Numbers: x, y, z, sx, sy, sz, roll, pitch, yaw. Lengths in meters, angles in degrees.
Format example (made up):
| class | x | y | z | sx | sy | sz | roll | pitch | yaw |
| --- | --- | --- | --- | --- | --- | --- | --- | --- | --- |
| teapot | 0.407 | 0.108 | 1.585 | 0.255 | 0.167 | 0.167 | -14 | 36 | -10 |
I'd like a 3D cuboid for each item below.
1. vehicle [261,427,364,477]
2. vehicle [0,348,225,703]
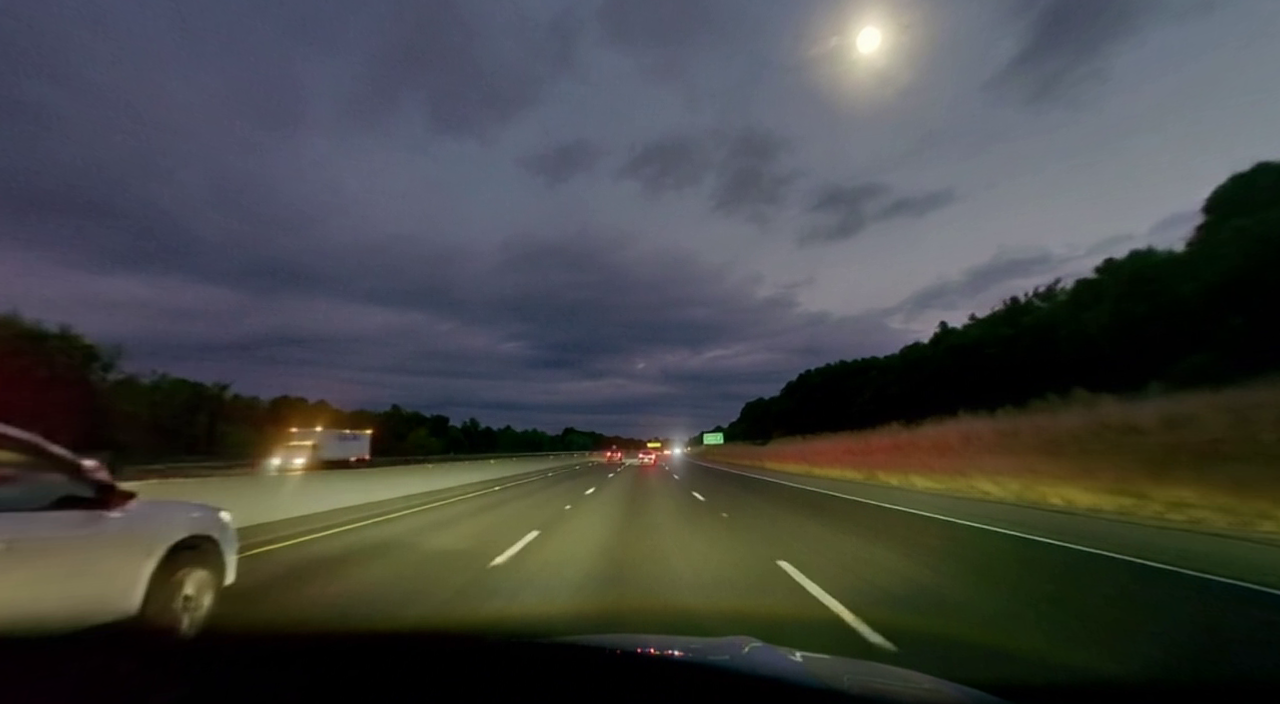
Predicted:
| class | x | y | z | sx | sy | sz | roll | pitch | yaw |
| --- | --- | --- | --- | --- | --- | --- | --- | --- | --- |
| vehicle | -19.593 | 6.065 | 38.274 | 2.287 | 2.698 | 7.092 | 0 | -9 | 1 |
| vehicle | -3.351 | 0.679 | 1.266 | 2.043 | 1.689 | 4.314 | 0 | -9 | 0 |
